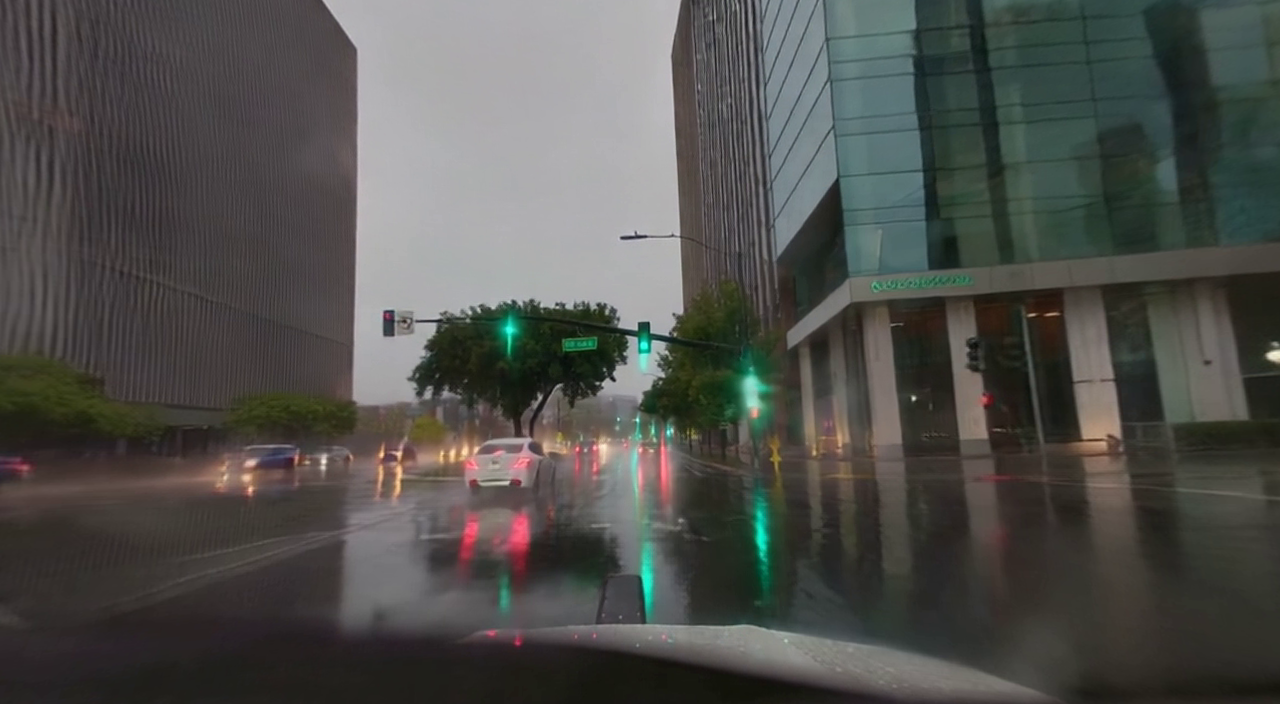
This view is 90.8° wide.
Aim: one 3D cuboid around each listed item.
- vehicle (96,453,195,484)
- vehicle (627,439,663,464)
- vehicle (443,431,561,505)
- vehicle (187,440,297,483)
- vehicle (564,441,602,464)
[{"bbox_3d":[-26.745,6.301,34.403,1.853,1.467,4.380,0,-8,0],"label":"vehicle"},{"bbox_3d":[0.300,6.123,39.126,2.102,1.482,4.125,0,-8,0],"label":"vehicle"},{"bbox_3d":[-3.180,2.737,15.378,1.983,1.545,3.773,0,-8,0],"label":"vehicle"},{"bbox_3d":[-17.255,4.742,27.693,1.926,1.711,4.516,0,-8,-1],"label":"vehicle"},{"bbox_3d":[-3.692,6.579,41.714,2.088,1.430,4.482,0,-8,0],"label":"vehicle"}]
